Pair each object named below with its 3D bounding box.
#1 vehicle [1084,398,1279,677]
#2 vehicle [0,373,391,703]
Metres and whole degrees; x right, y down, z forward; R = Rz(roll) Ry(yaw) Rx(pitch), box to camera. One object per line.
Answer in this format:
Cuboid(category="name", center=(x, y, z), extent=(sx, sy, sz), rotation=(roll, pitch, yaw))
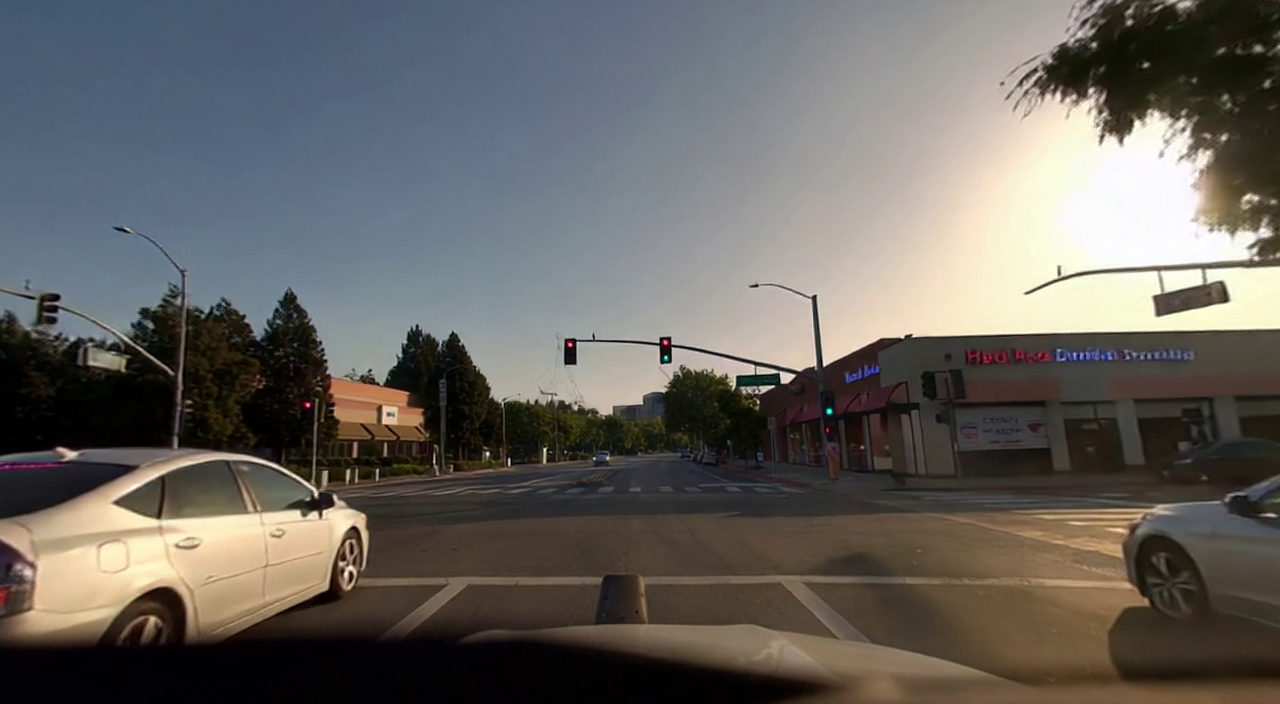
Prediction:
Cuboid(category="vehicle", center=(4.850, 1.015, 3.112), extent=(2.039, 1.655, 4.495), rotation=(0, -9, 1))
Cuboid(category="vehicle", center=(-3.491, 1.139, 4.059), extent=(1.947, 1.627, 4.248), rotation=(0, -9, 1))
